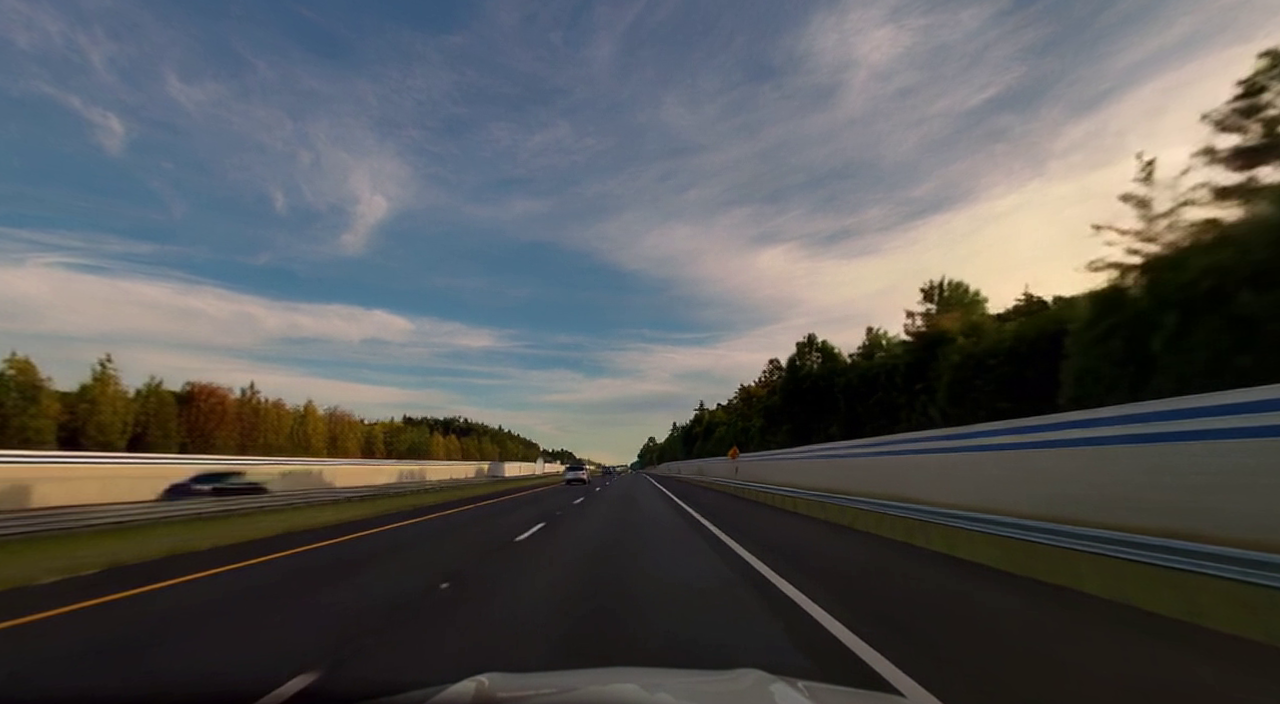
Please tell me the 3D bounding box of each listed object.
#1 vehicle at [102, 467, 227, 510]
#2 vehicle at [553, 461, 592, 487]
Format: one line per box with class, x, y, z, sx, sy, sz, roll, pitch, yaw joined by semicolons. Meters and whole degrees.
vehicle;-17.627;5.051;23.605;1.806;1.444;3.633;1;-10;0
vehicle;-4.176;7.696;39.698;1.985;1.515;3.839;1;-11;0
